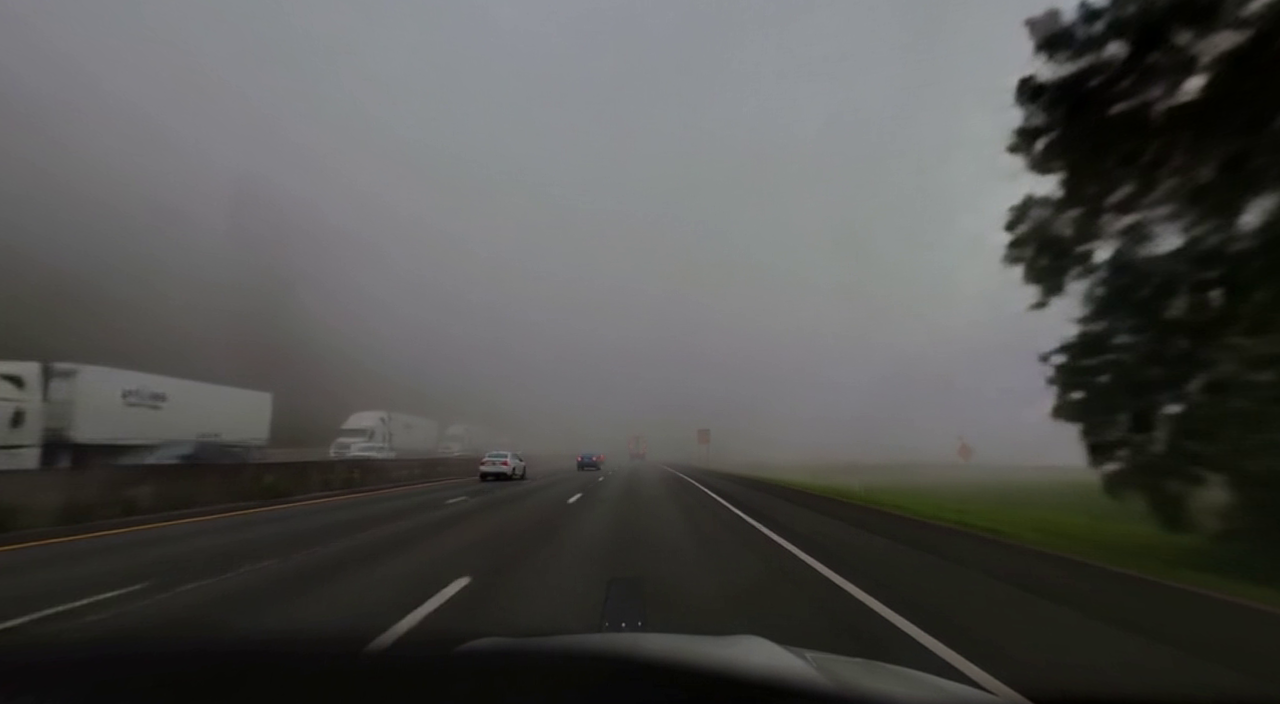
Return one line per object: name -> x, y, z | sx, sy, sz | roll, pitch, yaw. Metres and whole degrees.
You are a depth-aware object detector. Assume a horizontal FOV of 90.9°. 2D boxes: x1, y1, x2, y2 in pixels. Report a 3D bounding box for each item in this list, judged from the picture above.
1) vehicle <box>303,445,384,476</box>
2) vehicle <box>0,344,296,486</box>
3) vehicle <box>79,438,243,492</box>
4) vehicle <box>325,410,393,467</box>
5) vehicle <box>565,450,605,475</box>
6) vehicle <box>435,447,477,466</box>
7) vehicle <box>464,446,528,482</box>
vehicle -> -14.616, 5.351, 31.335 | 1.888, 1.426, 4.428 | 0, -9, 0
vehicle -> -18.840, 2.858, 24.239 | 2.825, 3.842, 14.345 | 3, -10, 1
vehicle -> -14.381, 3.407, 19.266 | 1.865, 1.456, 4.034 | 0, -9, -1
vehicle -> -18.983, 5.895, 42.794 | 2.954, 3.700, 3.302 | 0, -9, 0
vehicle -> -3.394, 6.978, 39.891 | 2.076, 1.453, 4.094 | 0, -9, 1
vehicle -> -14.160, 8.058, 48.781 | 1.956, 1.433, 4.339 | 0, -9, 0
vehicle -> -7.315, 5.736, 32.523 | 2.122, 1.685, 4.714 | 0, -9, 1
